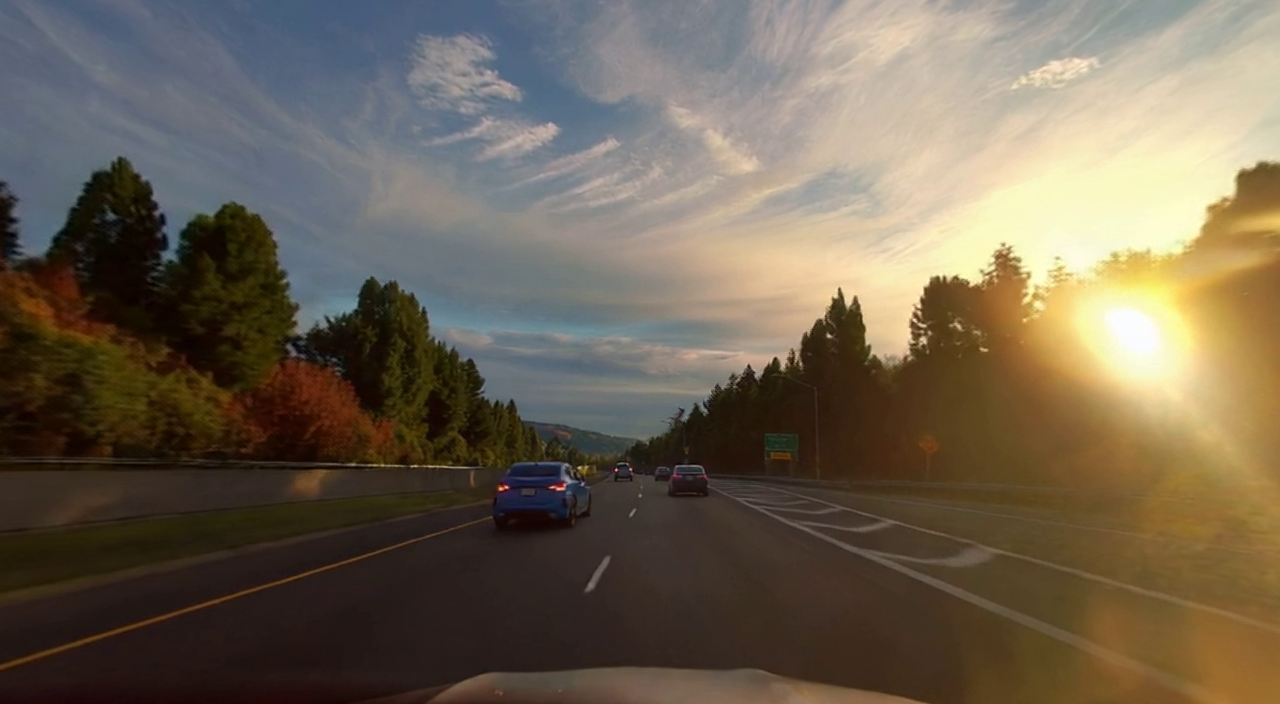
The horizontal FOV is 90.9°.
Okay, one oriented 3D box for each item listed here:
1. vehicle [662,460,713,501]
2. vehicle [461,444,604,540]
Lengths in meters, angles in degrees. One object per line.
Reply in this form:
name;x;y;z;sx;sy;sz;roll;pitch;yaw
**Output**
vehicle;1.964;5.423;26.749;1.905;1.559;3.491;1;-10;0
vehicle;-2.077;2.966;13.800;2.176;1.678;4.724;0;-10;1
